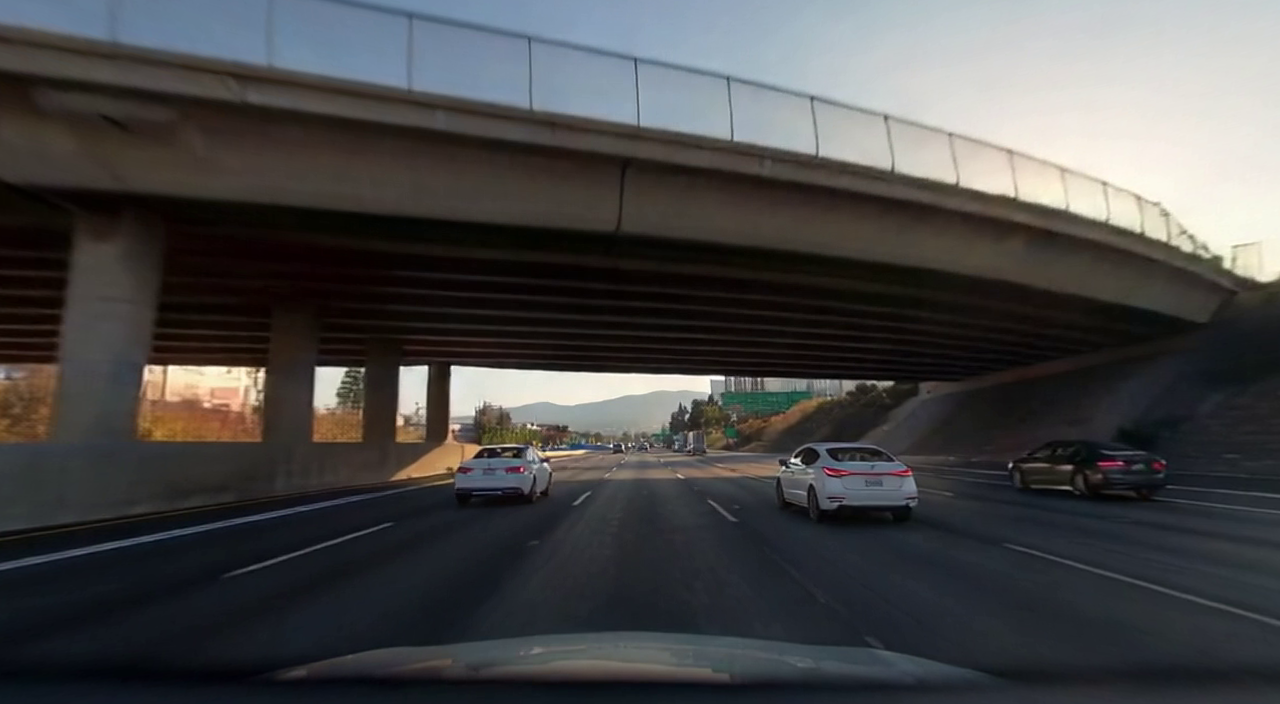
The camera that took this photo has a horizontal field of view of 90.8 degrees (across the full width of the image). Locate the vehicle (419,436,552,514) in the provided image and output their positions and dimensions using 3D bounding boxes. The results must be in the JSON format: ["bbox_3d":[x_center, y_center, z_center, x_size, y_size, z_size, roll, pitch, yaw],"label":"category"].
[{"bbox_3d":[-3.407,2.790,14.829,1.975,1.536,4.295,0,-8,1],"label":"vehicle"}]

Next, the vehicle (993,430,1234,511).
[{"bbox_3d":[10.323,2.605,14.342,2.019,1.529,4.385,0,-8,-1],"label":"vehicle"}]

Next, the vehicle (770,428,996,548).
[{"bbox_3d":[3.543,2.047,10.175,1.961,1.504,4.094,0,-8,-1],"label":"vehicle"}]
